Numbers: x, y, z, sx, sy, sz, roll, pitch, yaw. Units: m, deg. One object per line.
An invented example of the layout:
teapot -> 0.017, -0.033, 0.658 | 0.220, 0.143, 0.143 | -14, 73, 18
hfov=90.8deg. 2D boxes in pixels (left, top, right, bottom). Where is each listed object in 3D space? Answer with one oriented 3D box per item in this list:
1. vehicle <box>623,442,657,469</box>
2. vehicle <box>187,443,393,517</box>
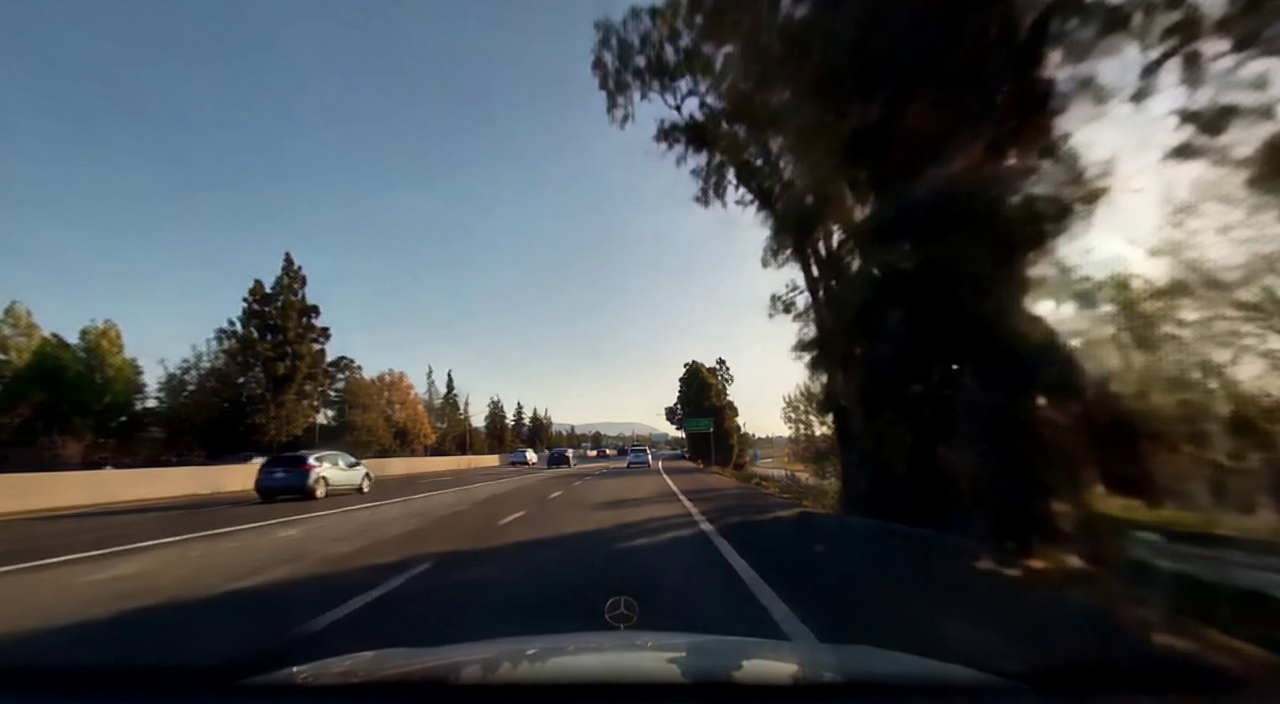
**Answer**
vehicle -> 0.053, 7.065, 43.376 | 2.179, 1.742, 4.396 | -1, -8, 1
vehicle -> -8.430, 3.094, 15.926 | 2.102, 1.562, 4.884 | -1, -8, 5
